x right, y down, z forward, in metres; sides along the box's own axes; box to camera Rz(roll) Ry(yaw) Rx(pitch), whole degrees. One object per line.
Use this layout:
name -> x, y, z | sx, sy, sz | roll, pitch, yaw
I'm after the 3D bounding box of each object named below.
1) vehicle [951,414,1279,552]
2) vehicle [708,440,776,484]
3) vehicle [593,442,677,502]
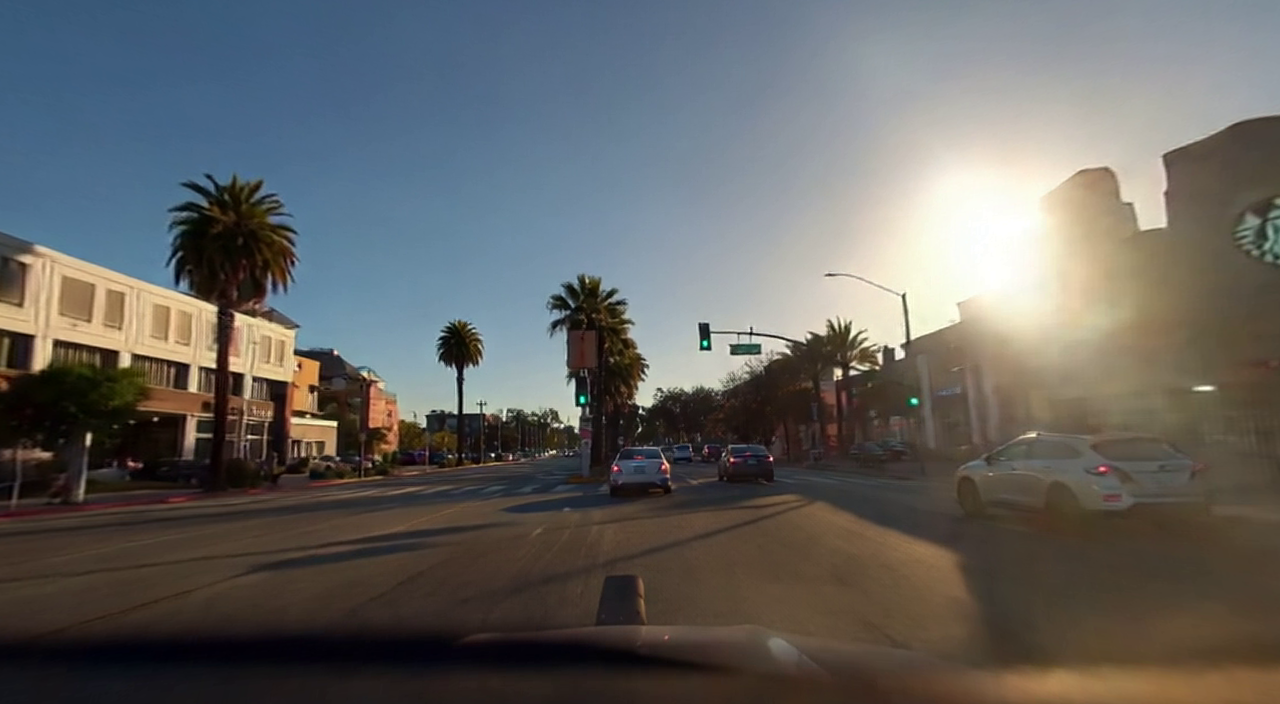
vehicle -> 6.901, 1.903, 9.837 | 1.940, 1.674, 4.085 | 0, -8, -1
vehicle -> 3.883, 4.259, 24.748 | 1.892, 1.532, 4.177 | 0, -8, -1
vehicle -> -0.133, 3.299, 17.853 | 2.110, 1.487, 3.873 | 0, -8, 0
